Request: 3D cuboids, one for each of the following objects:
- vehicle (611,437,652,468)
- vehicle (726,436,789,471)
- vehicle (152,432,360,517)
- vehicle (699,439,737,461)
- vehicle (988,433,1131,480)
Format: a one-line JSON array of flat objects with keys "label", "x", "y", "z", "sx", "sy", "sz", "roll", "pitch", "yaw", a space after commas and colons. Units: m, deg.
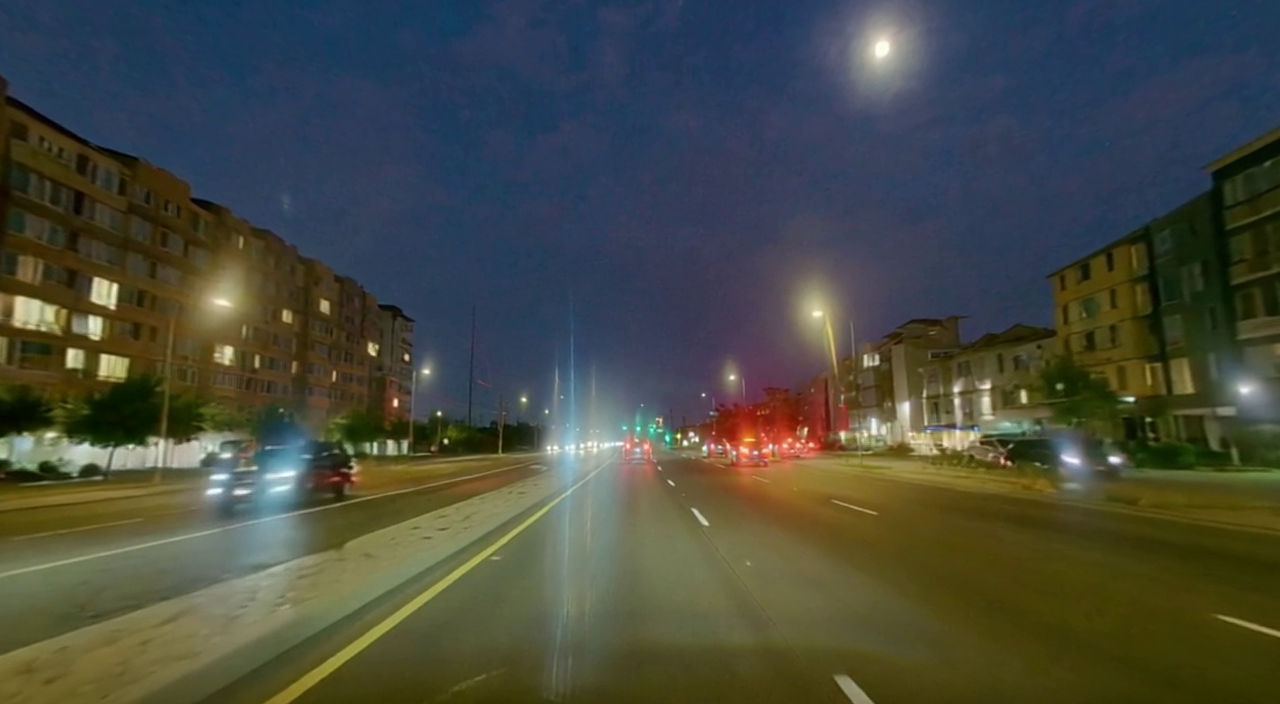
[{"label": "vehicle", "x": -0.436, "y": 5.502, "z": 34.572, "sx": 2.106, "sy": 1.553, "sz": 3.964, "roll": 0, "pitch": -9, "yaw": 0}, {"label": "vehicle", "x": 5.740, "y": 5.049, "z": 31.433, "sx": 2.121, "sy": 1.557, "sz": 4.898, "roll": 0, "pitch": -9, "yaw": -1}, {"label": "vehicle", "x": -8.662, "y": 2.774, "z": 14.811, "sx": 2.010, "sy": 1.674, "sz": 4.484, "roll": 0, "pitch": -9, "yaw": 0}, {"label": "vehicle", "x": 5.680, "y": 7.207, "z": 46.263, "sx": 2.154, "sy": 1.554, "sz": 4.149, "roll": 1, "pitch": -9, "yaw": -2}, {"label": "vehicle", "x": 15.001, "y": 3.773, "z": 22.913, "sx": 2.025, "sy": 1.523, "sz": 4.581, "roll": 0, "pitch": -8, "yaw": 0}]
